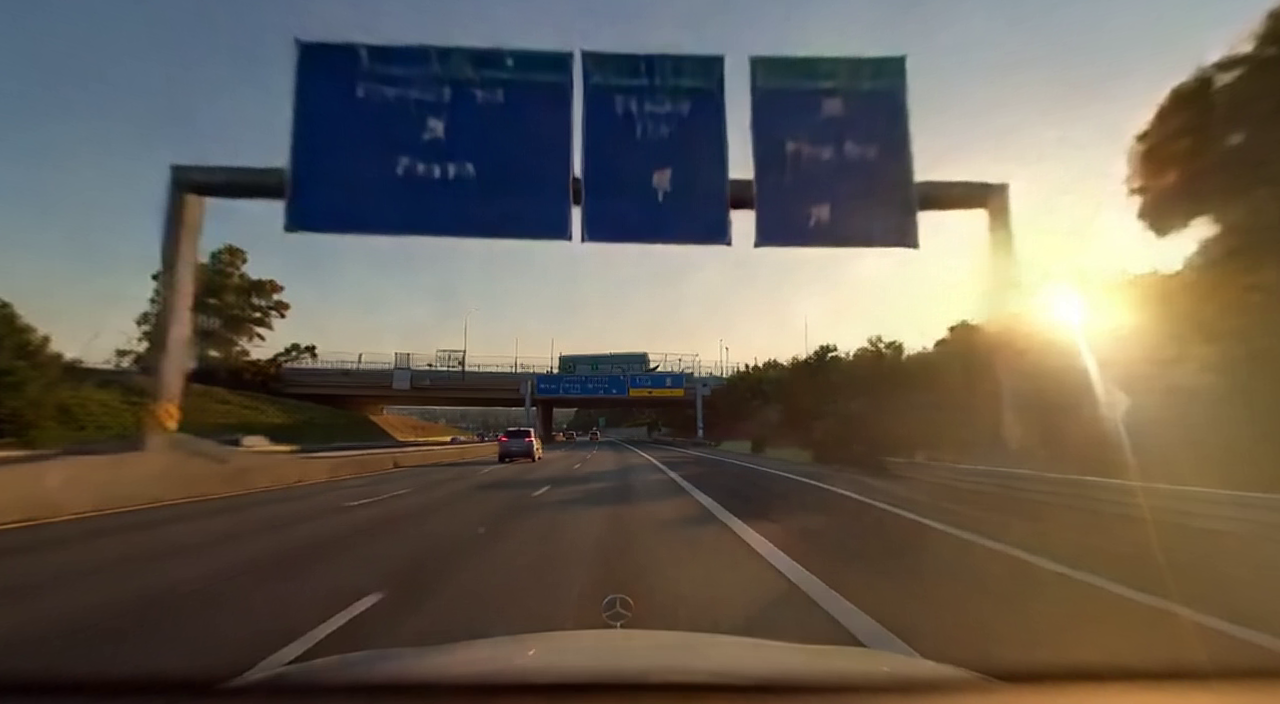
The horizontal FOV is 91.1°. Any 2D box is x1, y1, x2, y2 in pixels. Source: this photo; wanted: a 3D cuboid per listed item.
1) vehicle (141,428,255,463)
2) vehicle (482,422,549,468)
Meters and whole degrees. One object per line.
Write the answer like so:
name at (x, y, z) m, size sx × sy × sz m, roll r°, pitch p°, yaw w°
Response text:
vehicle at (-20.297, 4.306, 29.158) m, size 2.094 × 1.503 × 4.457 m, roll 0°, pitch -8°, yaw -1°
vehicle at (-5.083, 3.856, 26.241) m, size 2.007 × 1.727 × 4.040 m, roll 0°, pitch -8°, yaw -1°
